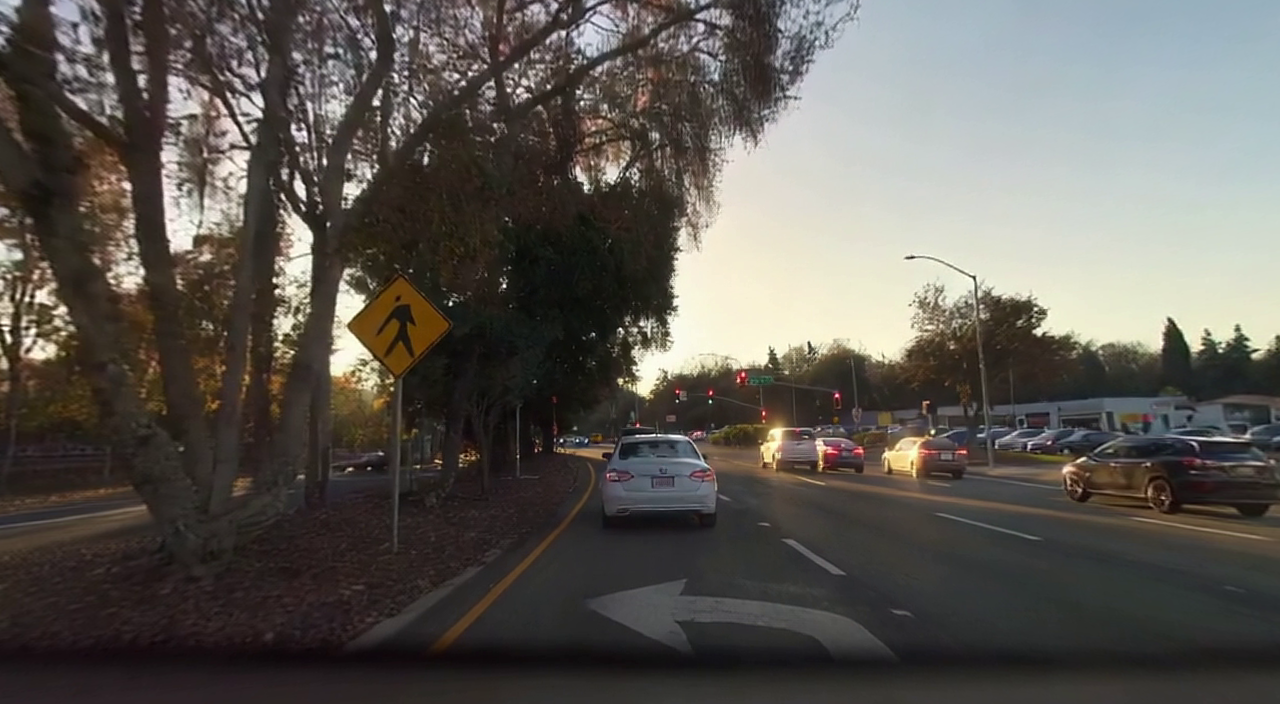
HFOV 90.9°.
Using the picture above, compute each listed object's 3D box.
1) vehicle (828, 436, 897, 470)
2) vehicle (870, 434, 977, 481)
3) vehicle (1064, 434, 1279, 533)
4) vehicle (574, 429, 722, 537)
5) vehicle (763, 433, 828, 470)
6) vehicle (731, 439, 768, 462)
[{"bbox_3d":[11.173,5.091,31.999,1.846,1.595,4.409,0,-9,-1],"label":"vehicle"},{"bbox_3d":[10.680,4.009,24.193,1.976,1.584,4.516,0,-9,0],"label":"vehicle"},{"bbox_3d":[10.596,2.345,11.918,1.880,1.472,4.694,0,-9,0],"label":"vehicle"},{"bbox_3d":[0.073,2.127,10.822,2.032,1.461,4.173,0,-9,-1],"label":"vehicle"},{"bbox_3d":[7.695,4.954,31.596,1.991,1.695,4.357,0,-9,-2],"label":"vehicle"},{"bbox_3d":[7.275,6.595,42.256,1.716,1.400,3.921,0,-9,-1],"label":"vehicle"}]
